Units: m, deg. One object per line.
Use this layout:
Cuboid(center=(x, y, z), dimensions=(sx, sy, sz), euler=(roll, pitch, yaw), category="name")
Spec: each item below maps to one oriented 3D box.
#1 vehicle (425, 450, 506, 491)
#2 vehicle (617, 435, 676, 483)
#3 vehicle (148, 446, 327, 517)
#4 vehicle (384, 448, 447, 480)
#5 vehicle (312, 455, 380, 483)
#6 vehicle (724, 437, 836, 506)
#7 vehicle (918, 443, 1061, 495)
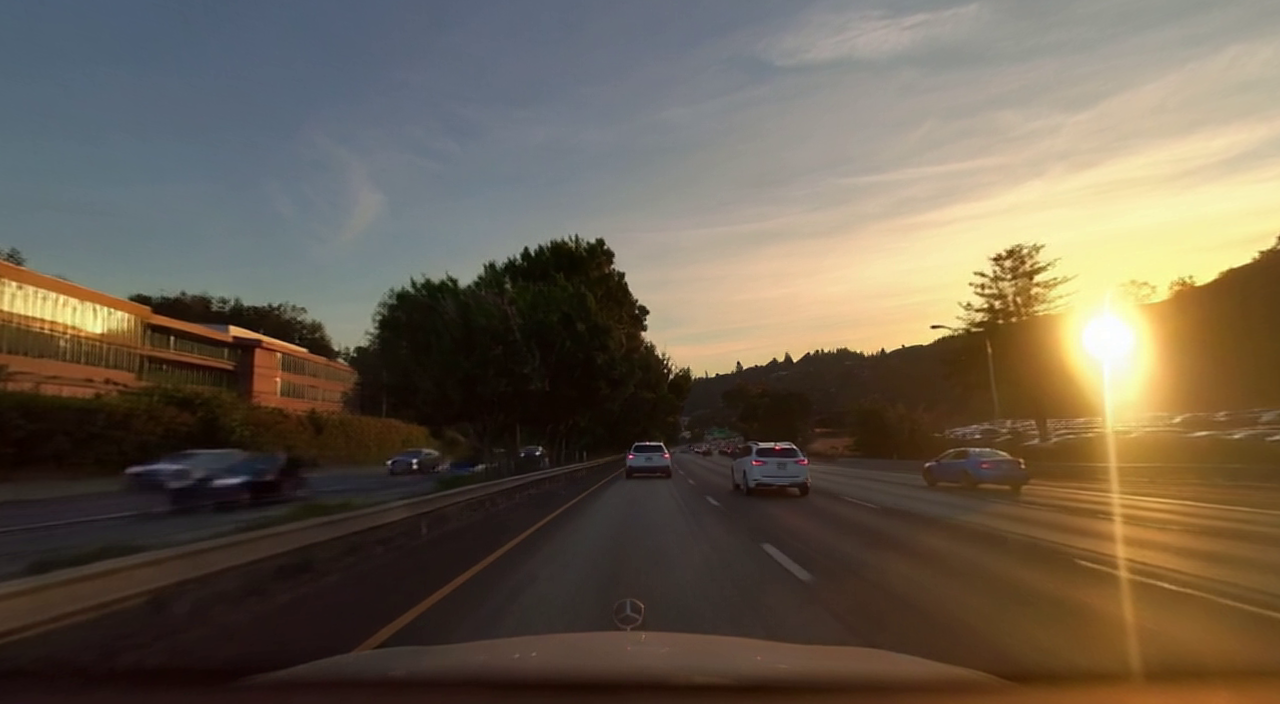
Cuboid(center=(-7.194, 4.915, 26.535), dimensions=(2.037, 1.483, 4.507), euler=(0, -8, 1), category="vehicle")
Cuboid(center=(0.286, 4.527, 27.002), dimensions=(2.290, 1.862, 4.454), euler=(0, -8, 1), category="vehicle")
Cuboid(center=(-10.934, 3.501, 17.648), dimensions=(2.012, 1.685, 4.411), euler=(0, -8, 1), category="vehicle")
Cuboid(center=(-13.961, 6.952, 39.567), dimensions=(2.092, 1.805, 4.904), euler=(0, -8, 1), category="vehicle")
Cuboid(center=(-17.757, 7.056, 38.340), dimensions=(1.918, 1.456, 4.459), euler=(0, -8, 1), category="vehicle")
Cuboid(center=(3.566, 3.114, 16.927), dimensions=(2.042, 1.592, 4.047), euler=(0, -8, 0), category="vehicle")
Cuboid(center=(10.991, 3.681, 20.321), dimensions=(2.027, 1.446, 4.470), euler=(0, -8, 0), category="vehicle")
